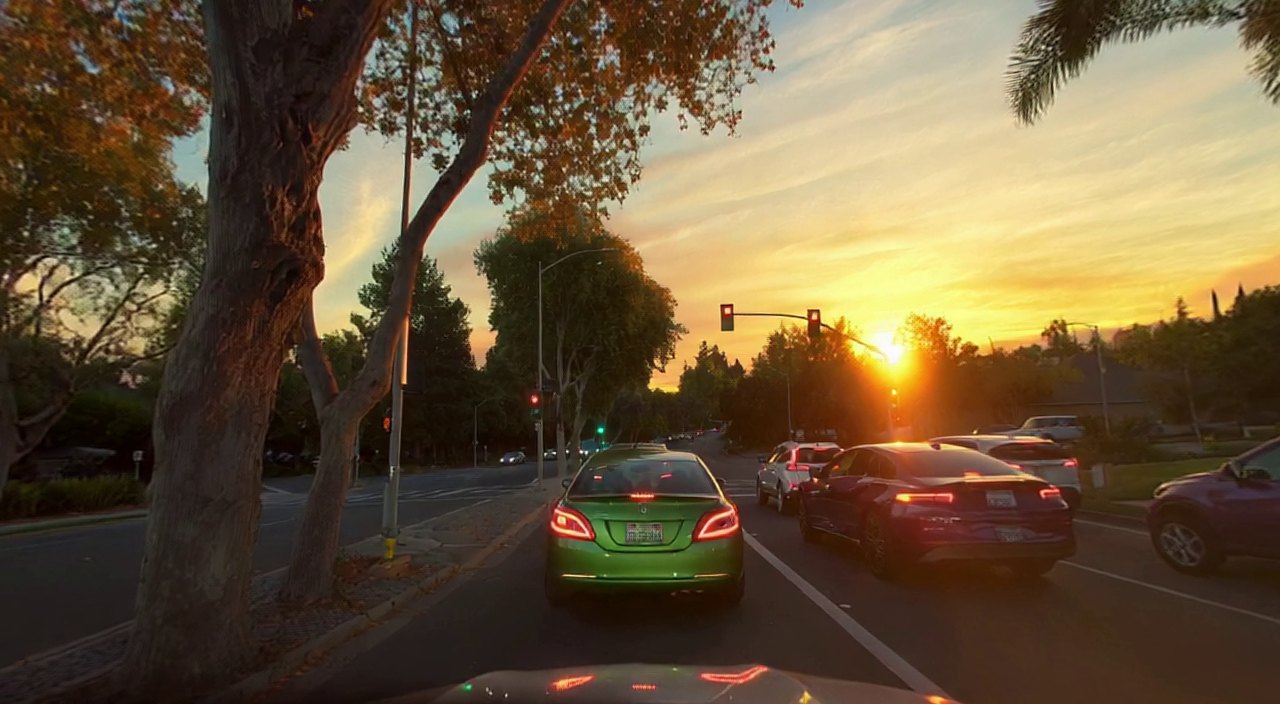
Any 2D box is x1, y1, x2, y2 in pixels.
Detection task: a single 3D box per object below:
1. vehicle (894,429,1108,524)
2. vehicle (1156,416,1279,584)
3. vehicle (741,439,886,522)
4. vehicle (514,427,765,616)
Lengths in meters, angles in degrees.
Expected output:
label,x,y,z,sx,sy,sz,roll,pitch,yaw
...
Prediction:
label,x,y,z,sx,sy,sz,roll,pitch,yaw
vehicle,7.027,2.459,12.903,1.923,1.611,4.094,0,-9,0
vehicle,6.940,1.336,5.579,1.783,1.572,3.421,0,-9,1
vehicle,3.541,2.714,13.816,1.934,1.494,4.446,0,-9,0
vehicle,0.014,1.682,7.099,2.015,1.502,3.898,0,-9,1
